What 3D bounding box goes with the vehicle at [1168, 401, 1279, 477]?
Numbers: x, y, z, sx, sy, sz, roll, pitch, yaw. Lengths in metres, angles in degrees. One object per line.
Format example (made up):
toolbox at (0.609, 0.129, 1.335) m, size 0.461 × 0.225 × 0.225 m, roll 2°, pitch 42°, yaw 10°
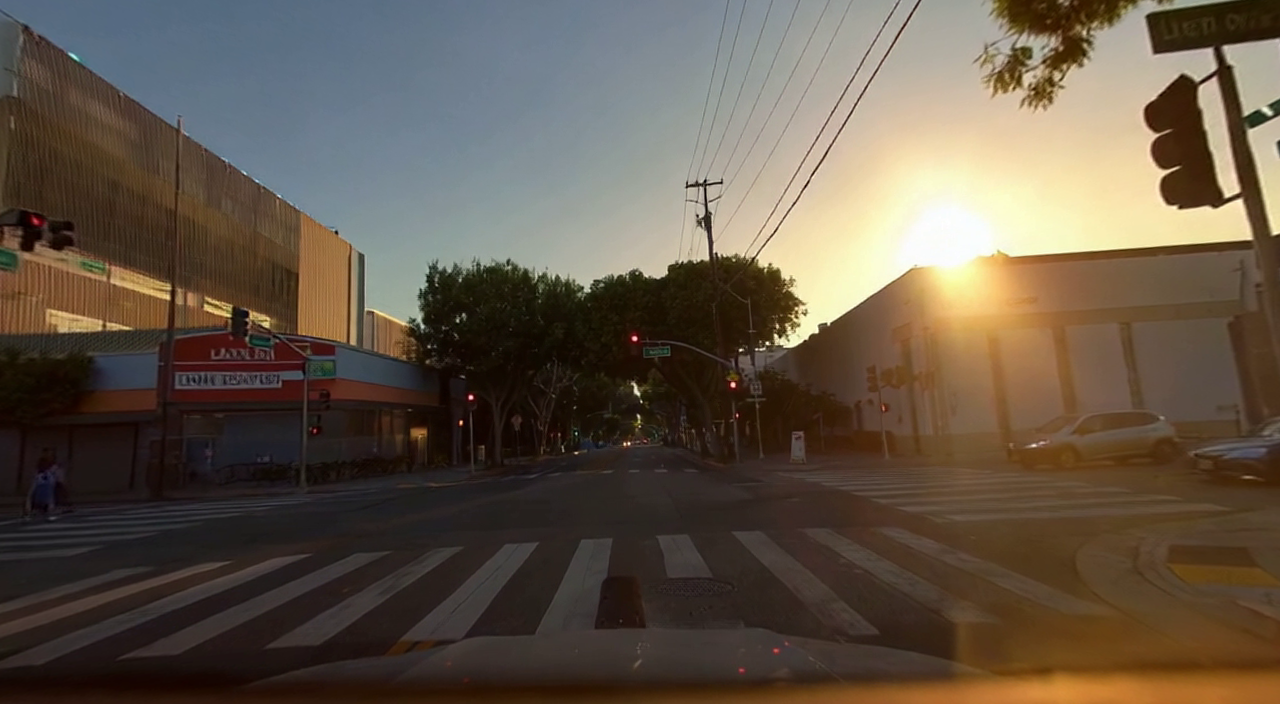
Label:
vehicle at (14.438, 1.855, 13.450) m, size 4.632 × 1.484 × 1.907 m, roll 0°, pitch -8°, yaw -1°
